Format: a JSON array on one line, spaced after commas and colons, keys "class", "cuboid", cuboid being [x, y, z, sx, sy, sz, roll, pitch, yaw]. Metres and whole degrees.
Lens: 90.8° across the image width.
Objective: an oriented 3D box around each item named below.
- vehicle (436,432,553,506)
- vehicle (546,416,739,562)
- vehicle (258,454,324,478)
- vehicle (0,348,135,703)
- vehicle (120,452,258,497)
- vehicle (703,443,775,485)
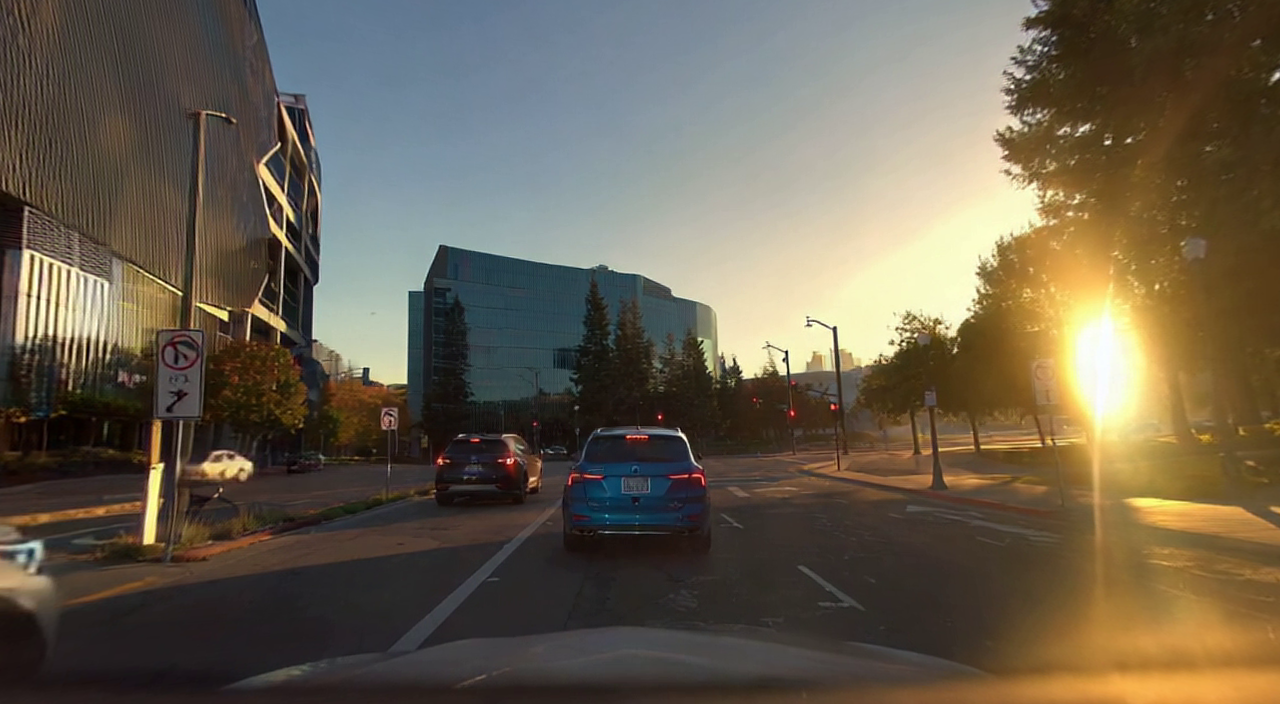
[{"class": "vehicle", "cuboid": [-3.620, 2.989, 16.581, 2.068, 1.678, 4.199, 0, -8, 0]}, {"class": "vehicle", "cuboid": [0.013, 1.885, 9.408, 2.207, 1.659, 4.155, 0, -8, 0]}, {"class": "vehicle", "cuboid": [-23.092, 7.542, 42.045, 1.830, 1.454, 4.451, 0, -8, 0]}, {"class": "vehicle", "cuboid": [-3.615, 0.602, 0.934, 2.083, 1.691, 4.398, 0, -8, 0]}, {"class": "vehicle", "cuboid": [-16.516, 4.487, 23.485, 1.826, 1.422, 4.490, 0, -8, 0]}, {"class": "vehicle", "cuboid": [3.709, 4.258, 24.459, 2.082, 1.445, 4.426, 0, -8, 0]}]
